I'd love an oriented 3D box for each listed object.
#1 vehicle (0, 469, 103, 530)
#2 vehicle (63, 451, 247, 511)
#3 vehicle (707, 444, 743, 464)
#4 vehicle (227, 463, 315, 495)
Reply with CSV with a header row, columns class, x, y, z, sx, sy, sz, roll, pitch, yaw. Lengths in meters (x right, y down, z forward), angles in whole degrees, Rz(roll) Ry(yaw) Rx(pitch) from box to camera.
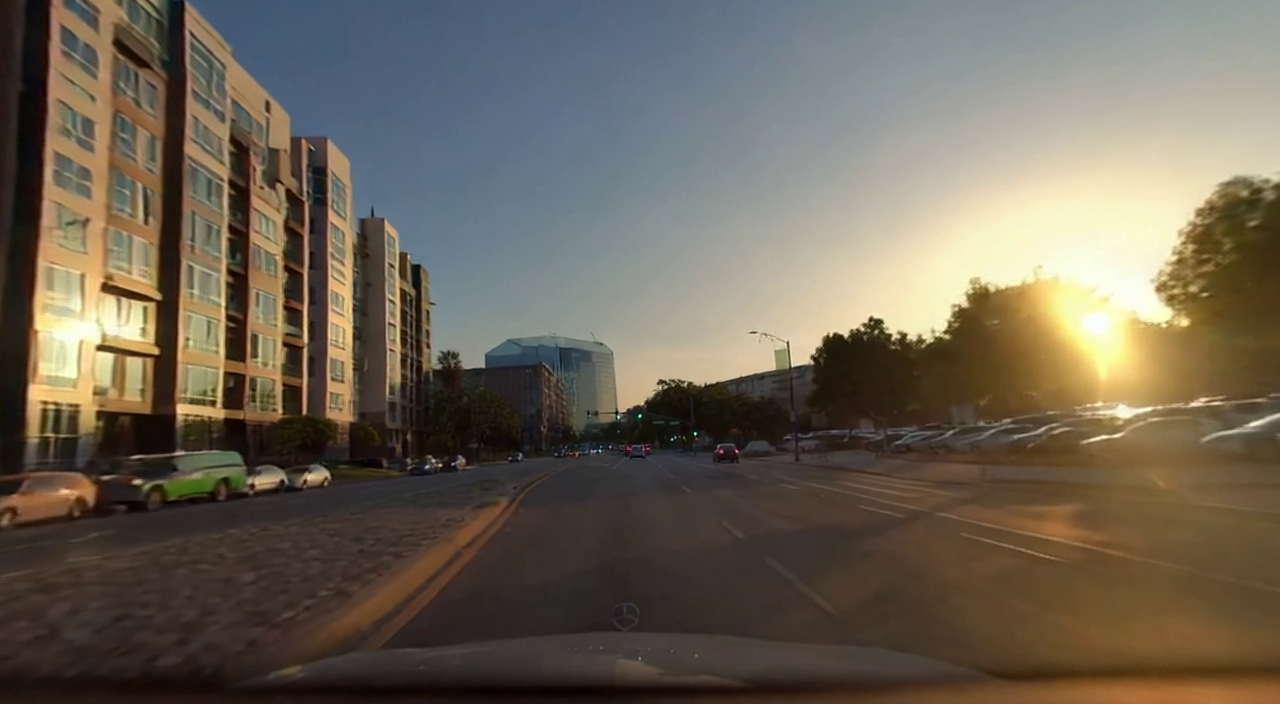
class,x,y,z,sx,sy,sz,roll,pitch,yaw
vehicle,-19.027,4.386,18.958,1.869,1.606,4.617,0,-9,-2
vehicle,-19.176,5.080,25.589,2.373,2.077,6.457,0,-9,-1
vehicle,6.273,7.587,47.040,1.992,1.447,4.414,0,-9,-1
vehicle,-19.064,6.570,32.920,1.850,1.451,4.450,0,-9,1
